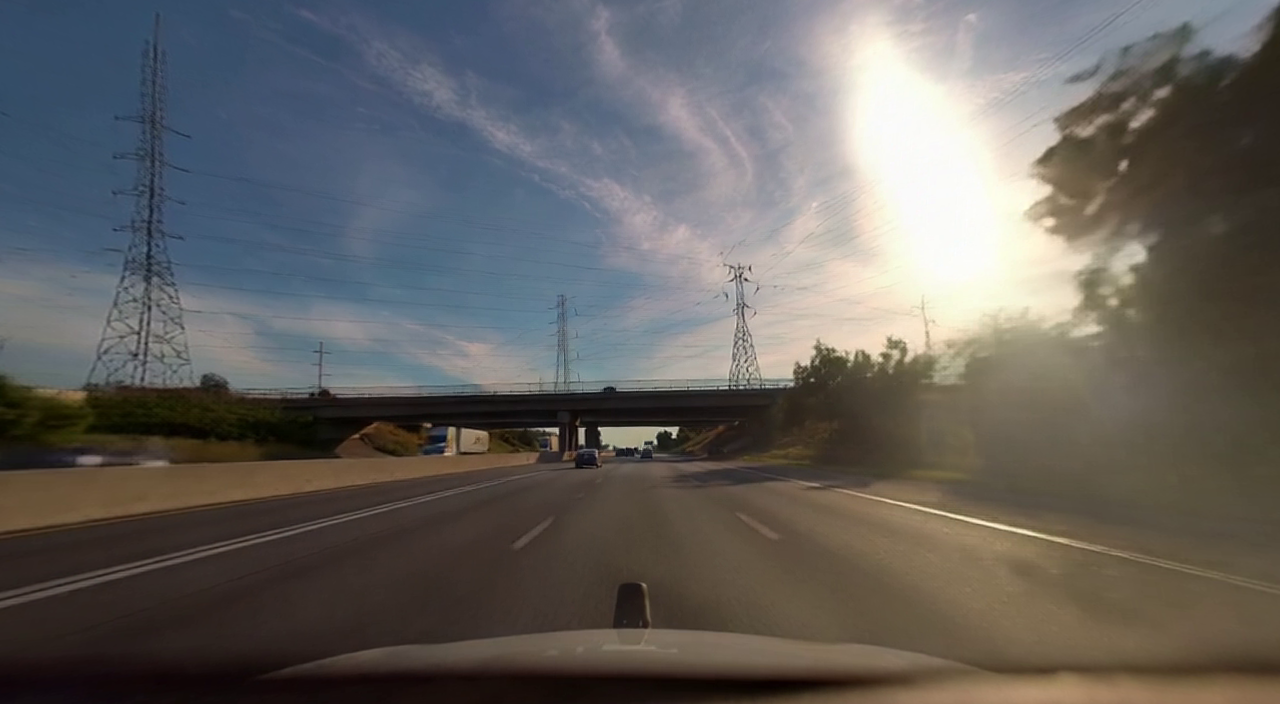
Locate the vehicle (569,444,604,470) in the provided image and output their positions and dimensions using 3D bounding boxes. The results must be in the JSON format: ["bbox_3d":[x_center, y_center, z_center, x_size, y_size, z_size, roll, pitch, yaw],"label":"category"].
[{"bbox_3d":[-3.493,6.898,41.532,1.924,1.550,4.165,-1,-9,0],"label":"vehicle"}]
